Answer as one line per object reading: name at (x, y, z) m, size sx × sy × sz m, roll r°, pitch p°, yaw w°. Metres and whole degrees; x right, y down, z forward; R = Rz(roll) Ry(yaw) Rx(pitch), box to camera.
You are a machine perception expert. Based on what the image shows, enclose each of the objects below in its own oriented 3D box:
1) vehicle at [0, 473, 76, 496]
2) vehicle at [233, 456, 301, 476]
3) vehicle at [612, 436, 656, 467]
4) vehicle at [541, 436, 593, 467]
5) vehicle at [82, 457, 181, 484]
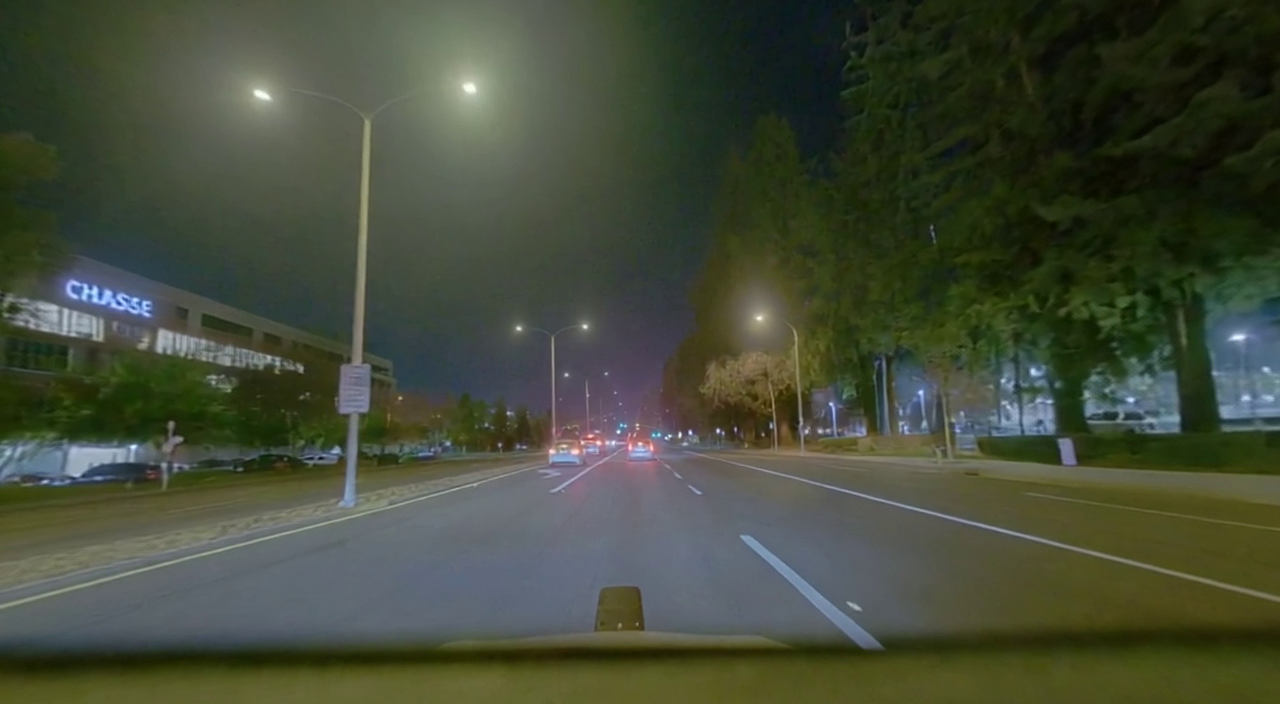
vehicle at (-41.517, 9.050, 43.129) m, size 3.923 × 1.400 × 2.091 m, roll 0°, pitch -8°, yaw -2°
vehicle at (-29.292, 8.936, 49.635) m, size 4.193 × 1.435 × 1.770 m, roll 0°, pitch -8°, yaw 0°
vehicle at (-0.314, 5.093, 32.496) m, size 2.126 × 1.475 × 3.967 m, roll 0°, pitch -8°, yaw -1°
vehicle at (-3.685, 5.138, 32.687) m, size 2.139 × 1.487 × 4.453 m, roll 0°, pitch -8°, yaw 0°
vehicle at (-28.772, 6.700, 35.827) m, size 3.942 × 1.471 × 1.859 m, roll 0°, pitch -8°, yaw -1°
